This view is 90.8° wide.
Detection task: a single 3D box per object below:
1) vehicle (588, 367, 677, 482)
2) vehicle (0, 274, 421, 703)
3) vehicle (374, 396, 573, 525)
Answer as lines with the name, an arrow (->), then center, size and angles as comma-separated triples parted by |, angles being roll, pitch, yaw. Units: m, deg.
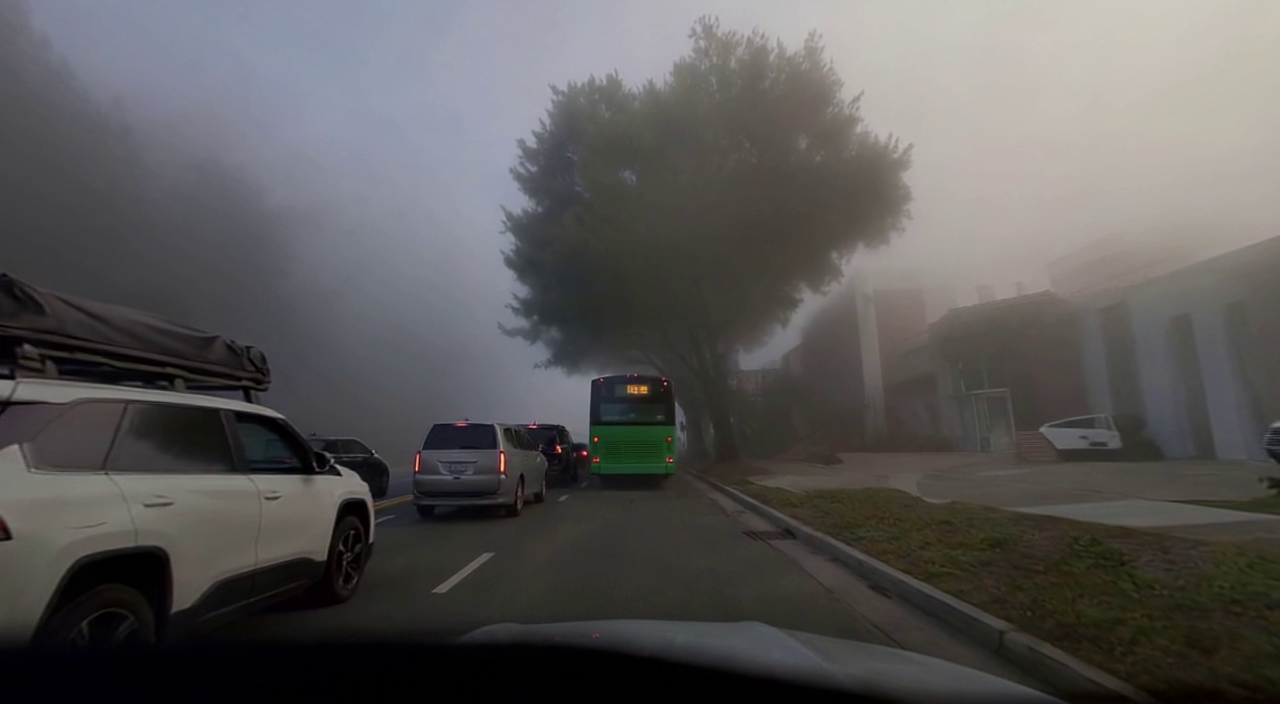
vehicle -> -0.249, 3.339, 27.461 | 2.970, 3.857, 12.200 | 0, -9, 0
vehicle -> -3.398, 0.939, 4.096 | 2.095, 1.892, 5.043 | 0, -9, 0
vehicle -> -3.083, 2.239, 13.501 | 2.546, 2.125, 5.869 | 0, -9, 1
